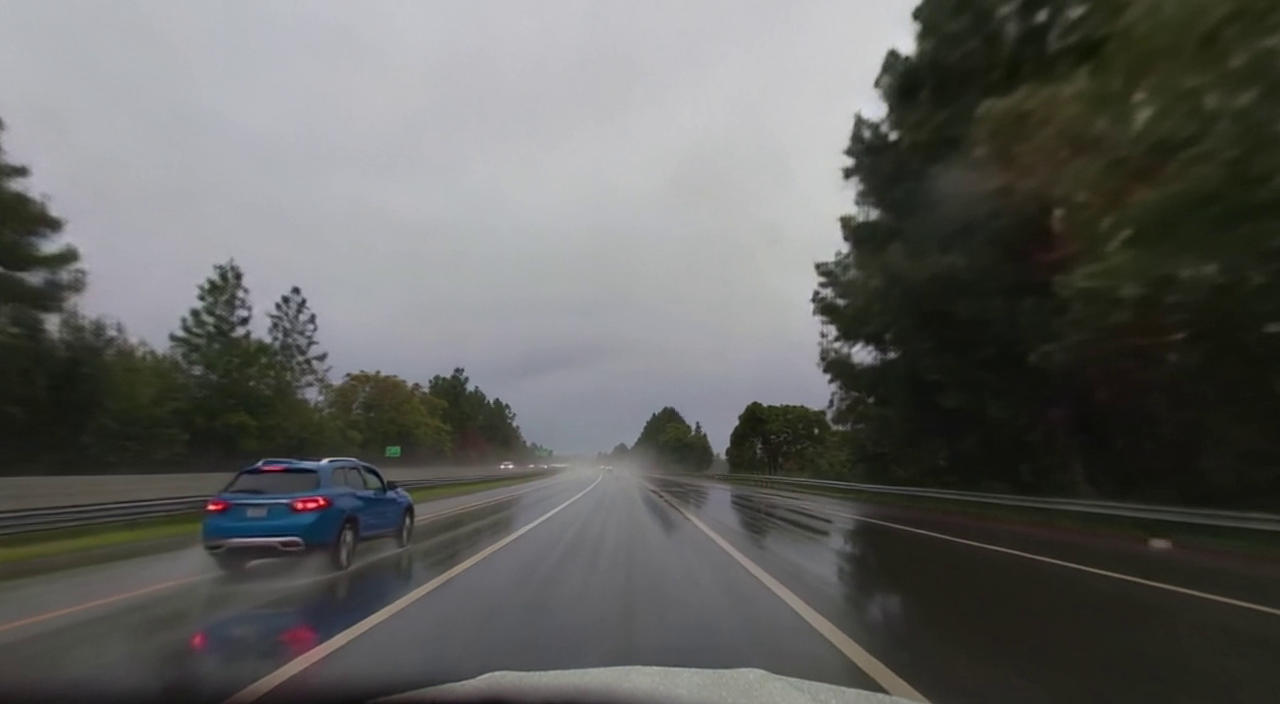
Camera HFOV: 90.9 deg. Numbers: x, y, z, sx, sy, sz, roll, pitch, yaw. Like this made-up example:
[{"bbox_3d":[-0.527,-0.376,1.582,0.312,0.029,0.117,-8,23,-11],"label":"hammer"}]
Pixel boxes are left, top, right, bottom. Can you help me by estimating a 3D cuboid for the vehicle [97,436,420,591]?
[{"bbox_3d":[-4.632,2.029,8.480,2.025,1.584,3.657,1,-10,-1],"label":"vehicle"}]
